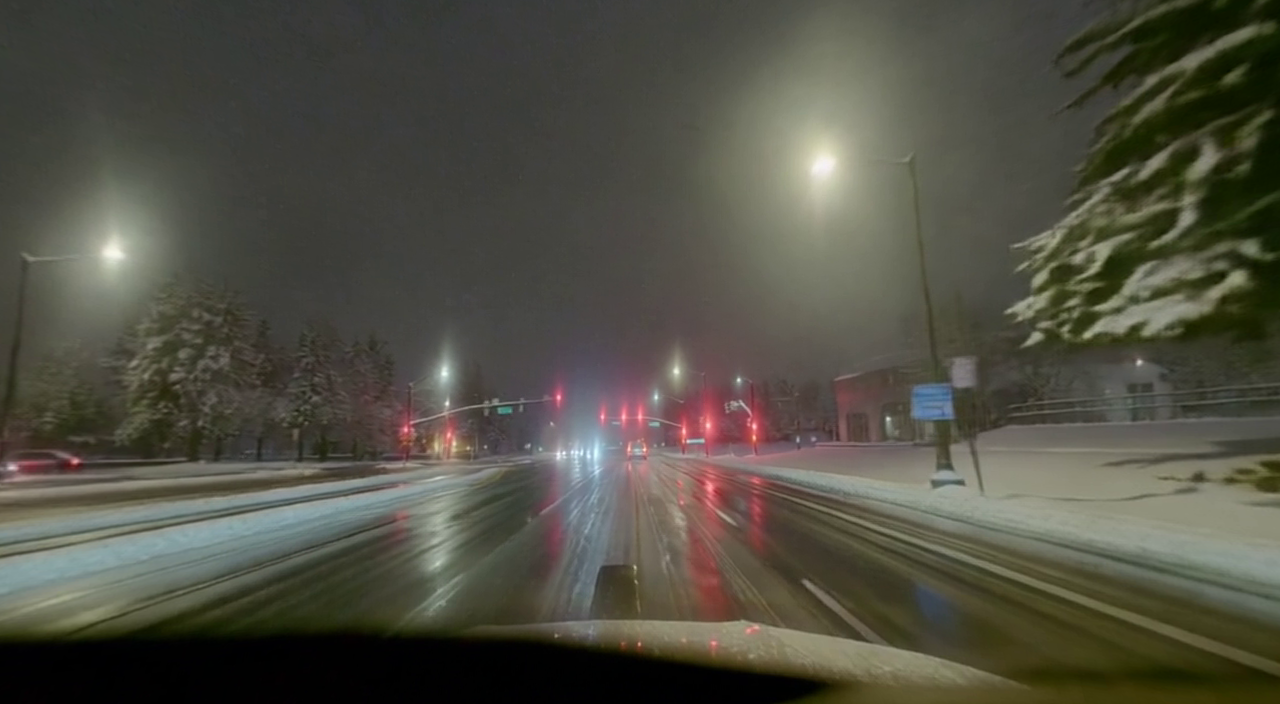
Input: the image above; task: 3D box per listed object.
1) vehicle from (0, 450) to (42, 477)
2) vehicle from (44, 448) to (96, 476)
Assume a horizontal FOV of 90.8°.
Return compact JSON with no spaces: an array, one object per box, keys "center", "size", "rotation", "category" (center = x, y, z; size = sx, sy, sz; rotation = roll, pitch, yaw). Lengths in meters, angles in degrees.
[{"center":[-38.185,6.826,38.826],"size":[3.758,1.545,1.763],"rotation":[-8,-12,44],"category":"vehicle"},{"center":[-37.955,7.258,42.044],"size":[4.235,1.748,2.001],"rotation":[-8,-11,42],"category":"vehicle"}]
